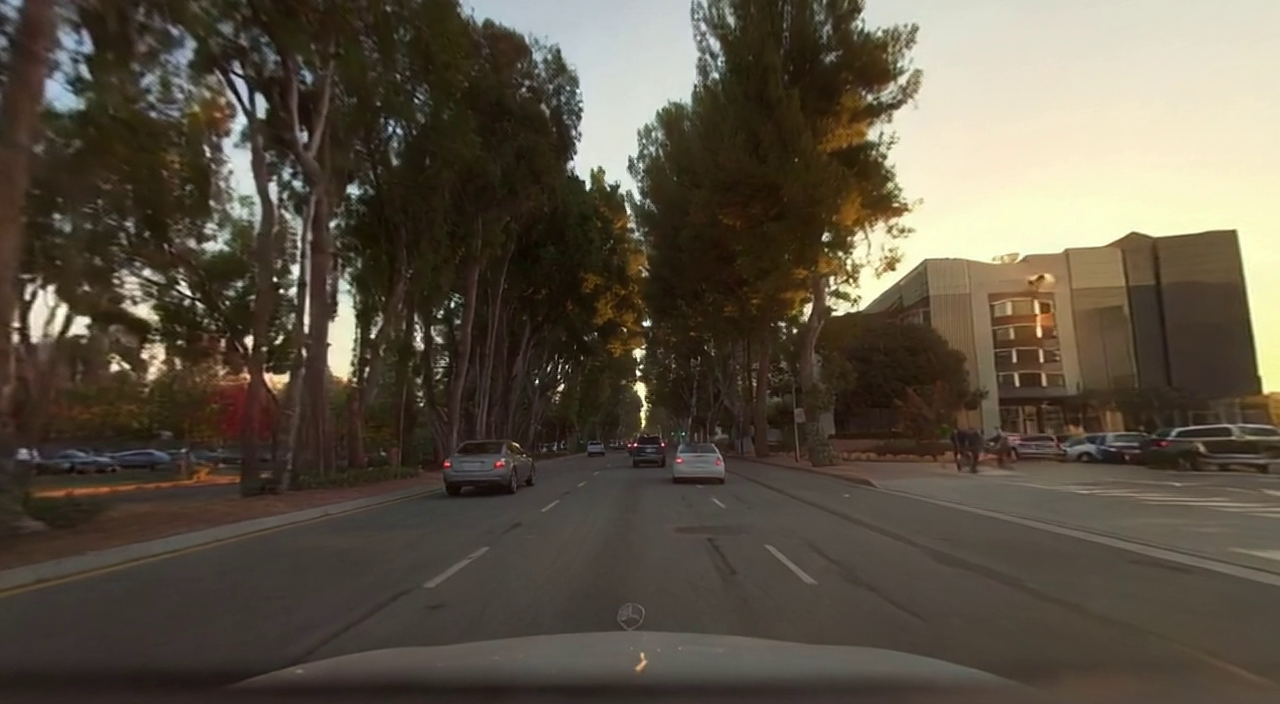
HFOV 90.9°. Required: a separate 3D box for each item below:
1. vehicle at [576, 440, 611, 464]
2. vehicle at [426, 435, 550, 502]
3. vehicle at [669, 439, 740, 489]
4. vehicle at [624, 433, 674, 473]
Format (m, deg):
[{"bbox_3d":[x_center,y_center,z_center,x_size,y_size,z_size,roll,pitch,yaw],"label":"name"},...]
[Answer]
[{"bbox_3d":[-3.257,7.124,45.015,2.062,1.641,4.193,0,-8,1],"label":"vehicle"},{"bbox_3d":[-3.800,3.000,16.788,2.003,1.507,4.808,0,-8,1],"label":"vehicle"},{"bbox_3d":[2.054,3.604,20.685,2.086,1.466,4.026,-1,-8,5],"label":"vehicle"},{"bbox_3d":[0.469,4.973,31.193,2.289,1.808,4.033,0,-8,1],"label":"vehicle"}]
